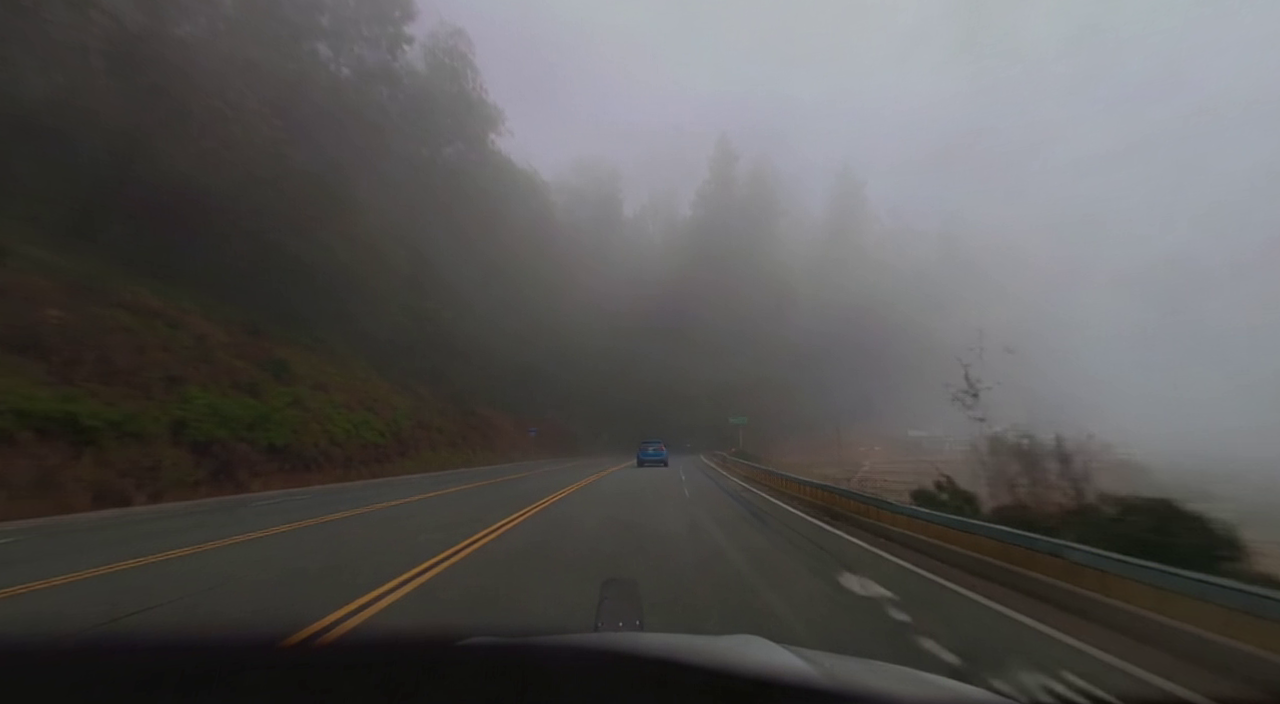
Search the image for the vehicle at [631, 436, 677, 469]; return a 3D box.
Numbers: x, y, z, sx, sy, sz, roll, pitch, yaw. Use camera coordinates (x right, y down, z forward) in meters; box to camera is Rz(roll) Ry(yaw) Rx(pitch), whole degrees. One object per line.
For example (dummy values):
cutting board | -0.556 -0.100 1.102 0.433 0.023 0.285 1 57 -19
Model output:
vehicle | 0.844 5.520 34.888 2.294 1.708 4.110 -1 -9 5
